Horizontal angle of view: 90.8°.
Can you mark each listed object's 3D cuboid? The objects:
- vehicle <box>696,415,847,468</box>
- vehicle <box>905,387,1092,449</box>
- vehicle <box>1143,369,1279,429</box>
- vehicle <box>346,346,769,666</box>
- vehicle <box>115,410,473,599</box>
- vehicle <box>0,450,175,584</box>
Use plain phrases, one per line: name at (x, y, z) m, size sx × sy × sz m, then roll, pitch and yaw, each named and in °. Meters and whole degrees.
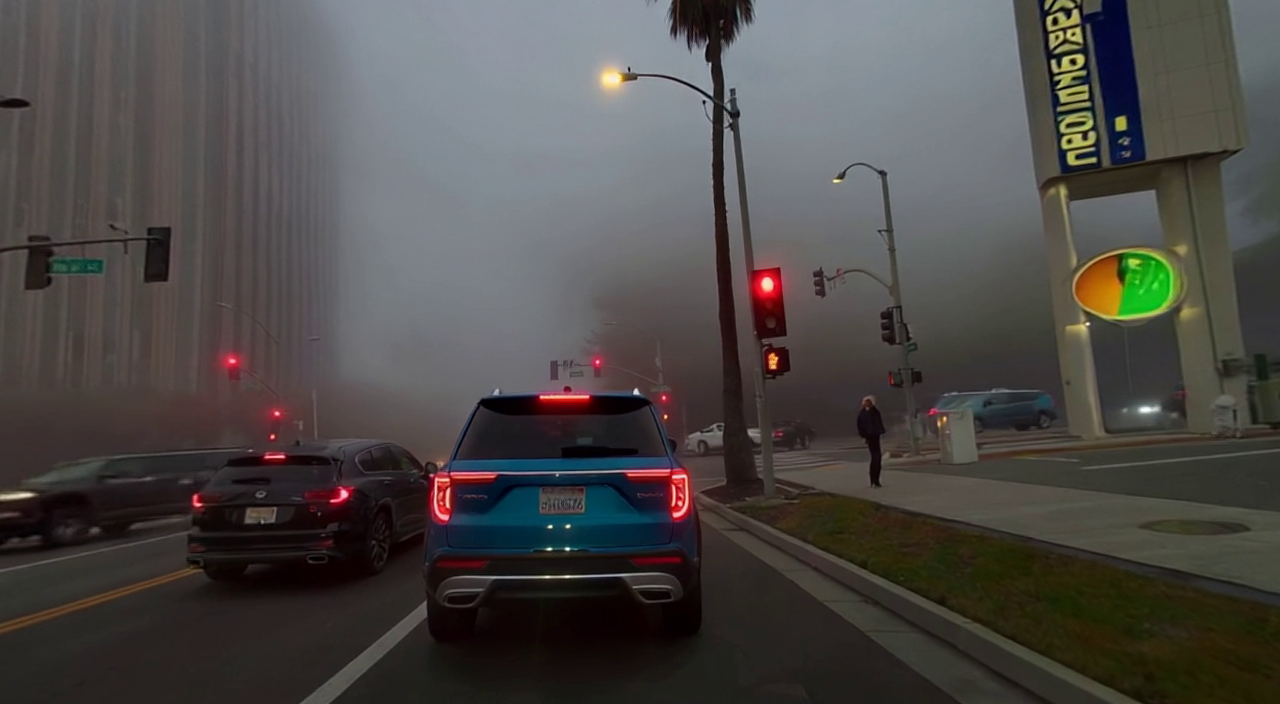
vehicle at (4.436, 3.098, 21.851) m, size 4.712 × 1.706 × 1.956 m, roll 0°, pitch -8°, yaw -3°
vehicle at (12.583, 2.362, 22.428) m, size 5.307 × 2.076 × 2.122 m, roll 0°, pitch -8°, yaw -4°
vehicle at (21.654, 1.737, 22.813) m, size 5.033 × 1.999 × 2.259 m, roll 0°, pitch -8°, yaw -3°
vehicle at (-0.549, 1.261, 6.295) m, size 2.519 × 1.913 × 4.819 m, roll 0°, pitch -8°, yaw -2°
vehicle at (-3.811, 1.751, 8.340) m, size 2.097 × 1.692 × 5.030 m, roll 0°, pitch -8°, yaw -3°
vehicle at (-10.409, 2.626, 10.952) m, size 2.176 × 1.796 × 5.011 m, roll 2°, pitch -9°, yaw -17°
